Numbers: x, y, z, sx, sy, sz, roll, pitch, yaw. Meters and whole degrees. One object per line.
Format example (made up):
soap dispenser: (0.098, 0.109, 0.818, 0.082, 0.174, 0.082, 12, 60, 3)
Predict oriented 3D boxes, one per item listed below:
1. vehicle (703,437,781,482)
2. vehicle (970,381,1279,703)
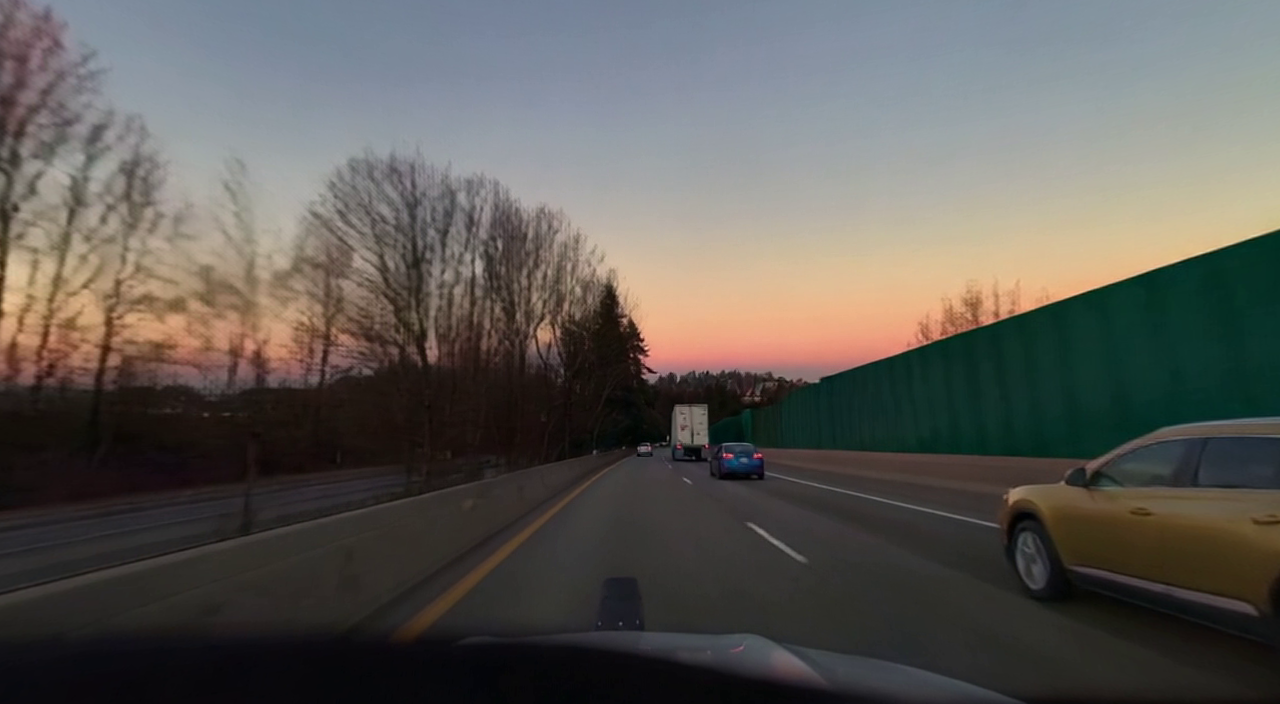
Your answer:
vehicle: (3.625, 3.912, 23.216, 2.000, 1.473, 4.440, 0, -8, -2)
vehicle: (4.012, 1.005, 3.617, 1.940, 1.539, 4.005, 1, -8, -2)
